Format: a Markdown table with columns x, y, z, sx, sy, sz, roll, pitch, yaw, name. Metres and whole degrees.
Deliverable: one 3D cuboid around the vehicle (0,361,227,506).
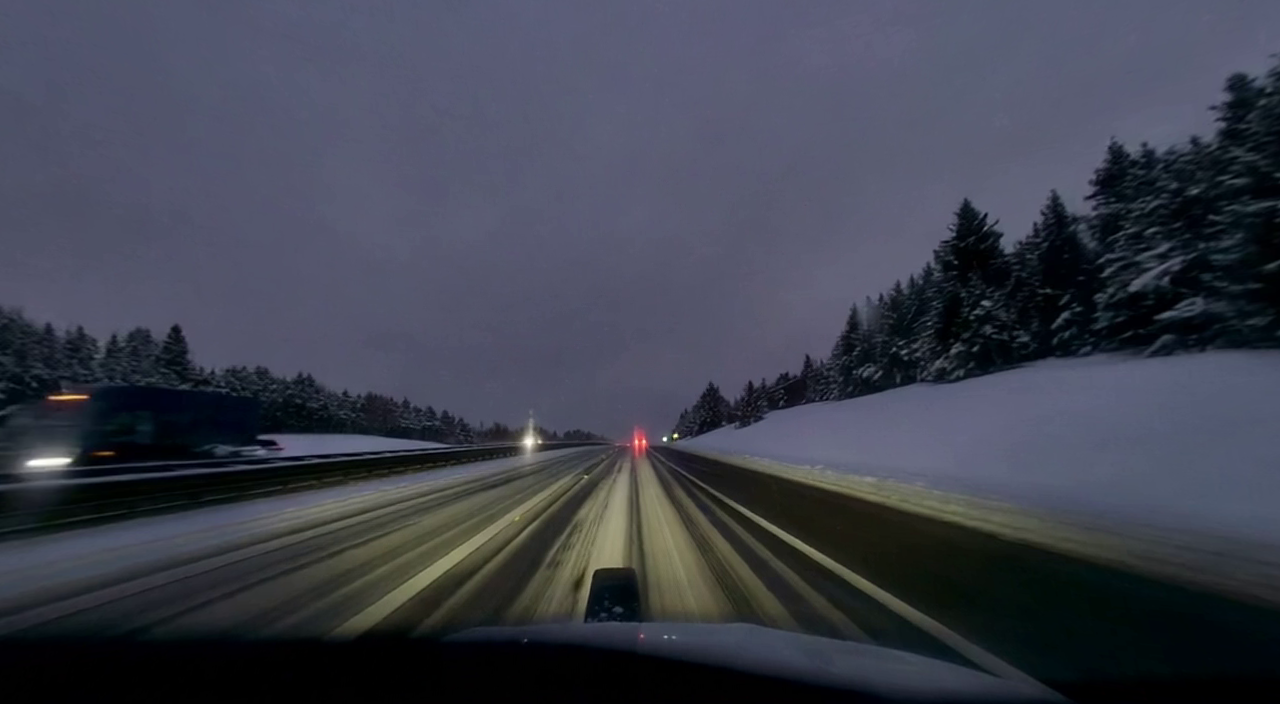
| x | y | z | sx | sy | sz | roll | pitch | yaw | name |
| --- | --- | --- | --- | --- | --- | --- | --- | --- | --- |
| -16.363 | 2.446 | 18.804 | 2.782 | 3.438 | 7.770 | 0 | -8 | -2 | vehicle |
